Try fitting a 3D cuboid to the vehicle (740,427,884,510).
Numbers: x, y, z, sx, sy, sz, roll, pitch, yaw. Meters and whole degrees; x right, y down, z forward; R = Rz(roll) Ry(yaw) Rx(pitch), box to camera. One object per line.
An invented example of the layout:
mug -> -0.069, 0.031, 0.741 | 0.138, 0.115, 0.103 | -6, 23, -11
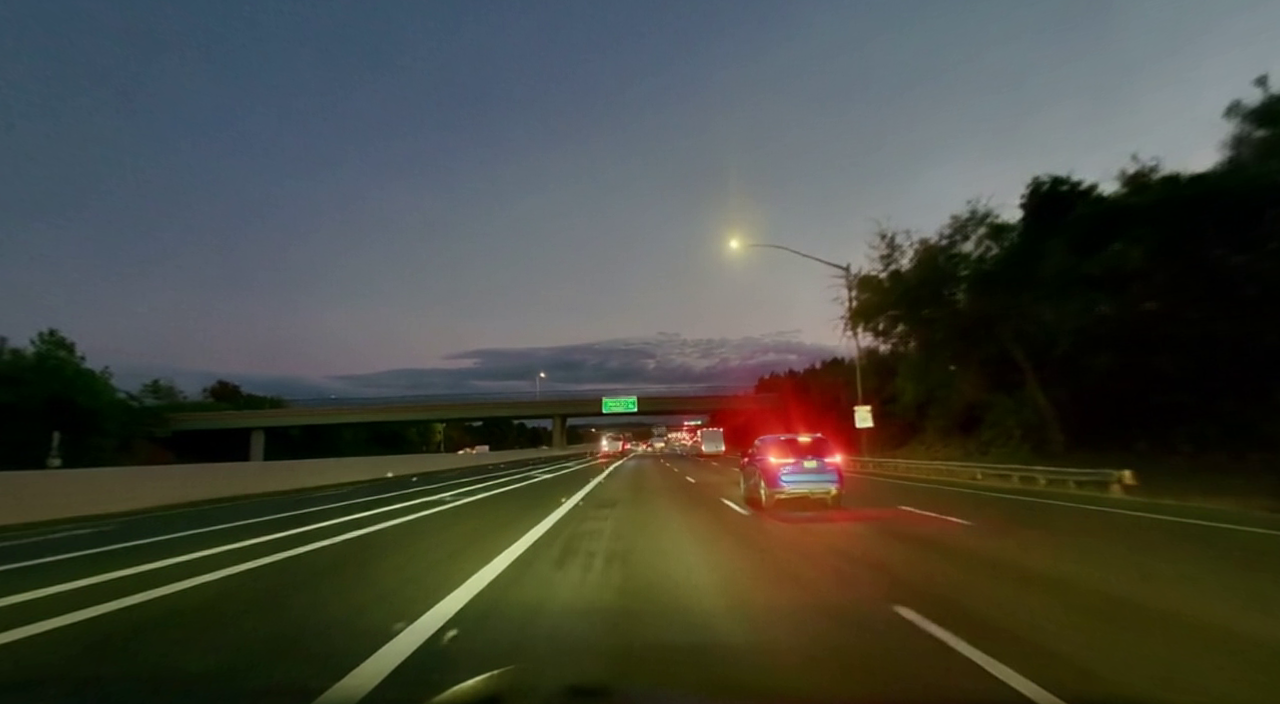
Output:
vehicle -> 3.892, 2.725, 15.203 | 2.148, 1.691, 4.443 | 0, -8, -1
